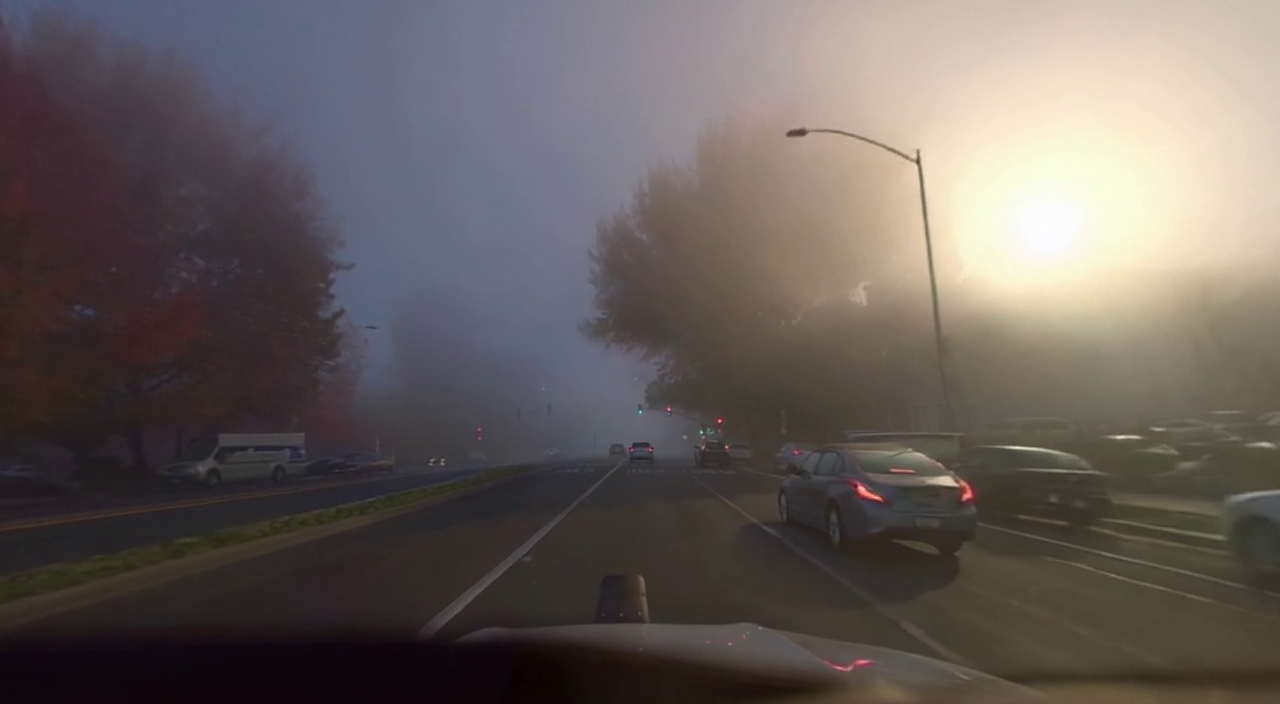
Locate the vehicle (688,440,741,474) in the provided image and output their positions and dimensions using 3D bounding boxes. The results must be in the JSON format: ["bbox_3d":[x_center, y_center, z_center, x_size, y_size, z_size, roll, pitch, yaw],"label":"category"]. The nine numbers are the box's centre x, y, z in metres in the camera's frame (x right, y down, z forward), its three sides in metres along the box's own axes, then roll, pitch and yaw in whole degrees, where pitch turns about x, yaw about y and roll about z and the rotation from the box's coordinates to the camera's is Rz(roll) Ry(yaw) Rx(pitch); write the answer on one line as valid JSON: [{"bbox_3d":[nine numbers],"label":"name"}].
[{"bbox_3d":[3.696,5.329,32.149,2.178,1.546,4.311,0,-9,0],"label":"vehicle"}]

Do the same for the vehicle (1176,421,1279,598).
[{"bbox_3d":[6.842,1.232,4.441,2.061,1.593,4.602,0,-9,0],"label":"vehicle"}]

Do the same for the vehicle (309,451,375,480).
[{"bbox_3d":[-18.716,7.143,39.793,1.962,1.691,4.328,0,-9,1],"label":"vehicle"}]

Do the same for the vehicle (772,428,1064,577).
[{"bbox_3d":[3.336,1.892,8.785,1.977,1.498,4.521,0,-9,0],"label":"vehicle"}]

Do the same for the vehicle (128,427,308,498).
[{"bbox_3d":[-22.147,5.863,34.084,2.961,3.271,9.547,0,-9,1],"label":"vehicle"}]

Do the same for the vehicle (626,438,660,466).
[{"bbox_3d":[0.209,6.928,43.685,2.239,1.856,4.815,0,-9,0],"label":"vehicle"}]
